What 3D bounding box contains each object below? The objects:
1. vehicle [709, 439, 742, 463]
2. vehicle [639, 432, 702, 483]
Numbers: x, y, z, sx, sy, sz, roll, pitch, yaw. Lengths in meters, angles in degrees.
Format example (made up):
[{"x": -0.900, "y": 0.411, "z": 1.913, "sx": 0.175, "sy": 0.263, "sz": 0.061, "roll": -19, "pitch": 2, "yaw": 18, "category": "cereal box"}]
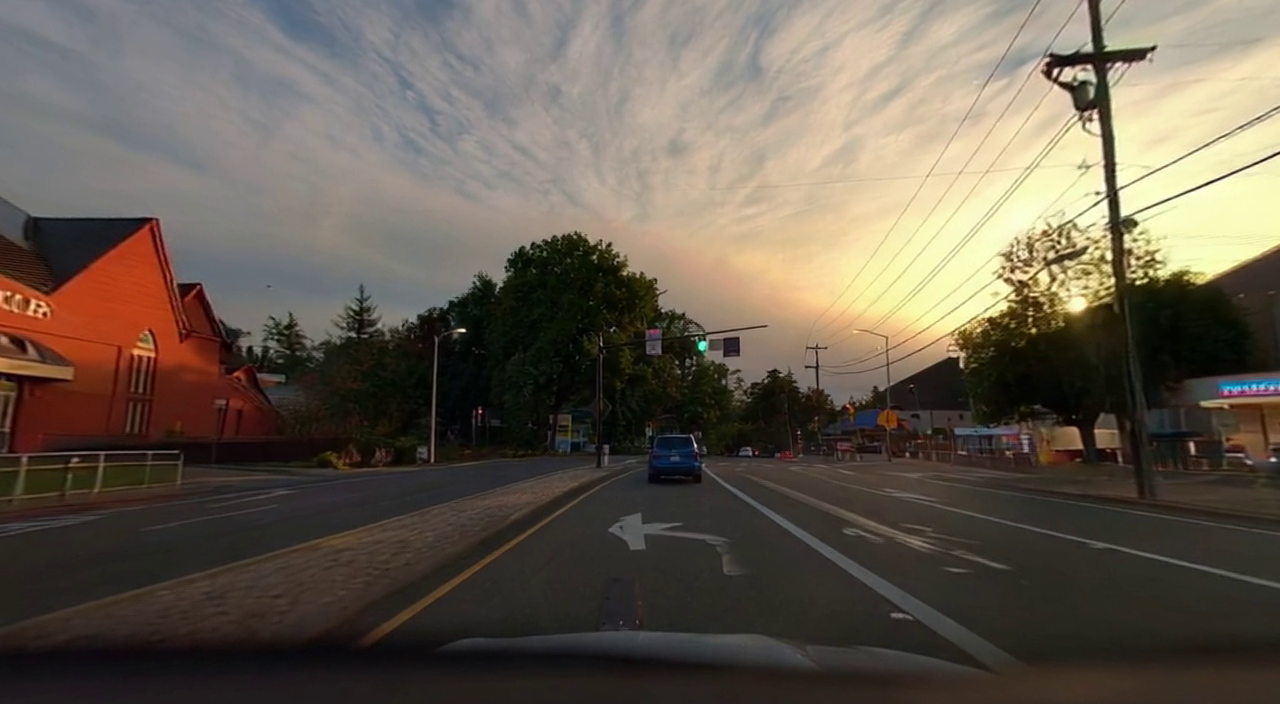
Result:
[{"x": 6.554, "y": 7.653, "z": 48.936, "sx": 2.273, "sy": 1.734, "sz": 5.120, "roll": -1, "pitch": -9, "yaw": 6, "category": "vehicle"}, {"x": 1.101, "y": 3.748, "z": 22.593, "sx": 2.032, "sy": 1.621, "sz": 4.082, "roll": -1, "pitch": -9, "yaw": 3, "category": "vehicle"}]
